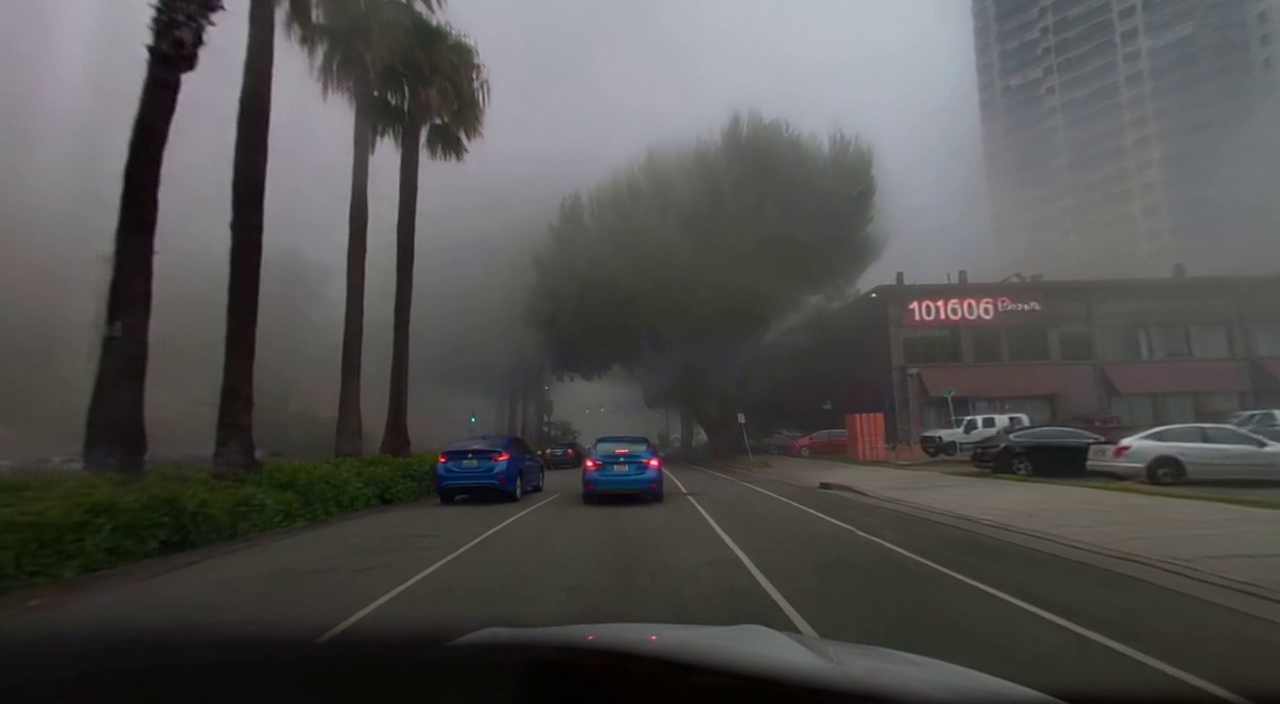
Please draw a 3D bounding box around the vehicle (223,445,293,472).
[{"bbox_3d":[-23.720,6.593,39.403,1.819,1.587,3.963,0,-8,0],"label":"vehicle"}]

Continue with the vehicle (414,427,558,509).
[{"bbox_3d":[-3.207,2.513,14.214,2.071,1.544,4.383,0,-8,1],"label":"vehicle"}]

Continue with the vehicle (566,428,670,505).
[{"bbox_3d":[-0.425,2.480,14.059,2.004,1.465,3.713,0,-8,0],"label":"vehicle"}]

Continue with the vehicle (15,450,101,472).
[{"bbox_3d":[-42.360,7.940,46.041,4.309,1.484,1.884,0,-8,-1],"label":"vehicle"}]

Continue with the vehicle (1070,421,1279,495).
[{"bbox_3d":[13.333,2.488,15.087,4.749,1.522,1.905,-1,-9,-3],"label":"vehicle"}]

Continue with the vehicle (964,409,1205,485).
[{"bbox_3d":[12.548,2.706,18.122,5.188,1.805,2.228,-2,-8,-3],"label":"vehicle"}]
